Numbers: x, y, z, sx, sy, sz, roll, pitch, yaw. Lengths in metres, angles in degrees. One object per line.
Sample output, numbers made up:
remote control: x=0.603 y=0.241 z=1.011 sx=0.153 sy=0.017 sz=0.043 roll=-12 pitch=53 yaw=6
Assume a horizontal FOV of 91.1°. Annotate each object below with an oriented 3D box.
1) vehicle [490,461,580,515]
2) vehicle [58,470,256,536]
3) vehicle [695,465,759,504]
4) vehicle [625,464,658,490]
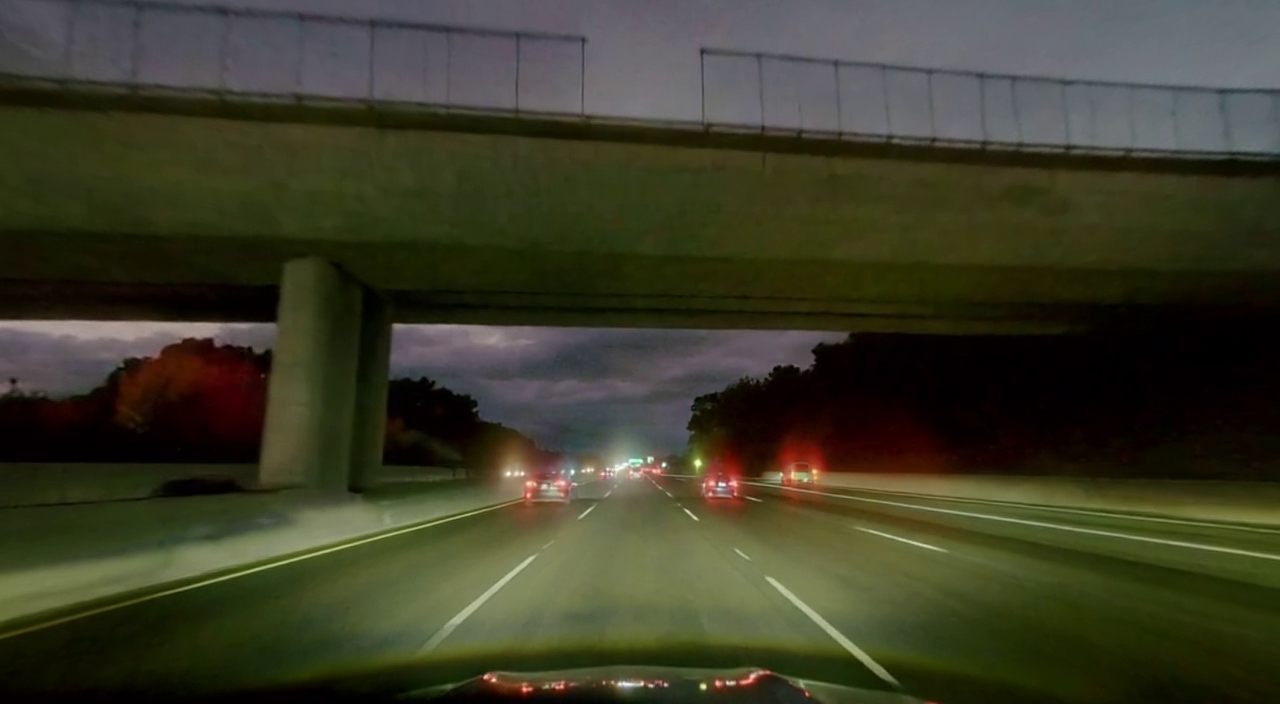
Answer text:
vehicle: x=-3.250 y=4.335 z=20.337 sx=2.099 sy=1.516 sz=4.308 roll=0 pitch=-10 yaw=1
vehicle: x=-12.558 y=3.915 z=16.790 sx=1.795 sy=1.456 sz=4.329 roll=0 pitch=-10 yaw=0
vehicle: x=3.726 y=5.792 z=27.768 sx=2.092 sy=1.518 sz=4.348 roll=1 pitch=-10 yaw=-2
vehicle: x=0.117 y=8.711 z=44.008 sx=2.181 sy=1.698 sz=4.056 roll=1 pitch=-10 yaw=0
